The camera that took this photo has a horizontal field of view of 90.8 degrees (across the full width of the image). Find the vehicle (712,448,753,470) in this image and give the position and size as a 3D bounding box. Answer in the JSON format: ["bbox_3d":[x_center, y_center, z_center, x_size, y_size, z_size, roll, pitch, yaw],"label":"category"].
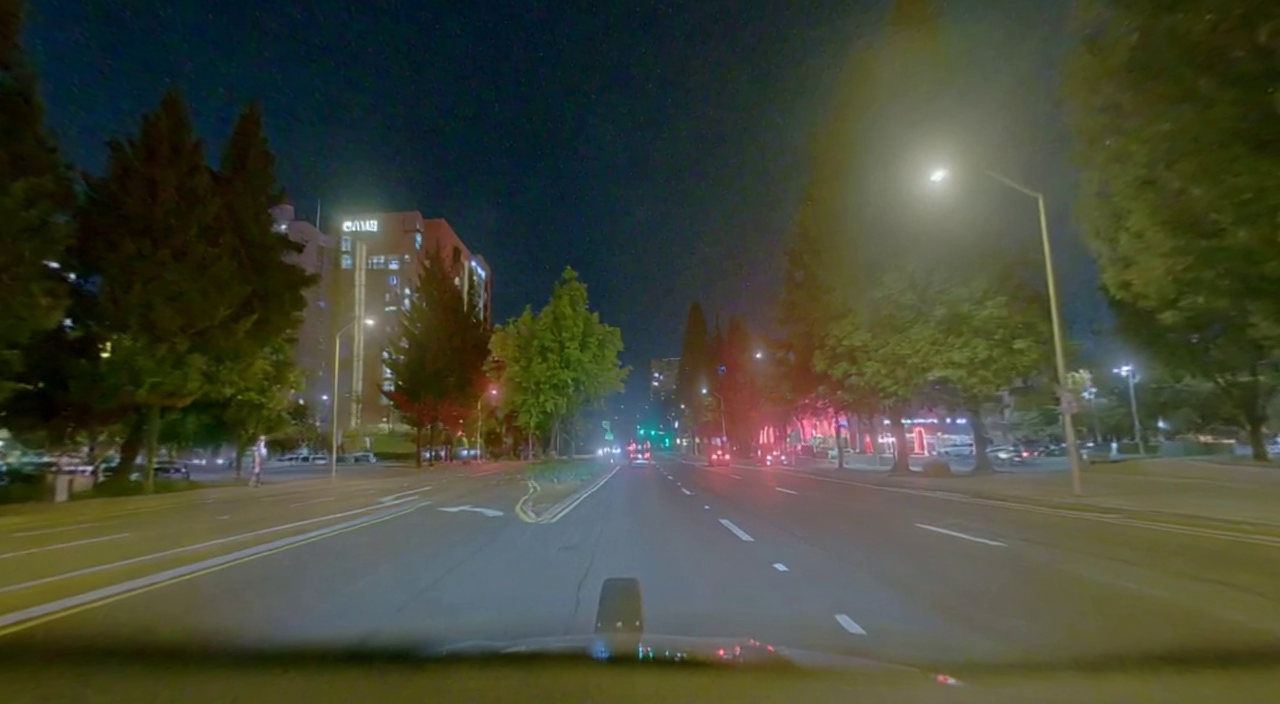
[{"bbox_3d":[6.410,7.444,44.188,2.024,1.475,4.600,0,-9,-2],"label":"vehicle"}]
